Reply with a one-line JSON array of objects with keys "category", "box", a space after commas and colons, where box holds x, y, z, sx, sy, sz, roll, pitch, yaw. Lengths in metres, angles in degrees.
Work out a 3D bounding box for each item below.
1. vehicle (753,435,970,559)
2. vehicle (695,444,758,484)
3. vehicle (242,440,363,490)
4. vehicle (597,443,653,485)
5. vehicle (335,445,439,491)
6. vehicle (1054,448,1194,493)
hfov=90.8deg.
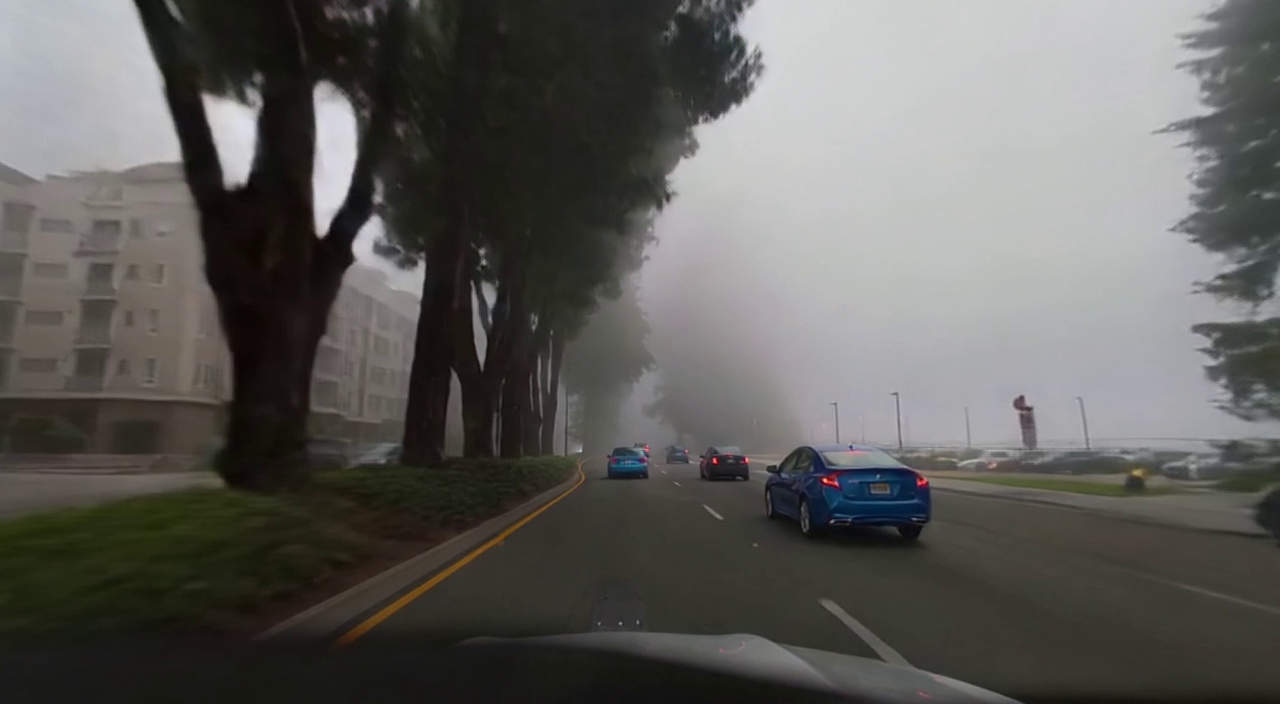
[{"category": "vehicle", "box": [3.053, 2.065, 9.676, 1.852, 1.498, 3.825, 0, -9, -1]}, {"category": "vehicle", "box": [3.403, 4.502, 25.635, 1.908, 1.453, 4.230, 0, -9, -1]}, {"category": "vehicle", "box": [-12.412, 4.177, 23.651, 2.021, 1.676, 4.547, 0, -9, -1]}, {"category": "vehicle", "box": [-0.541, 4.304, 24.549, 1.994, 1.479, 3.647, 0, -9, 0]}, {"category": "vehicle", "box": [-9.038, 4.171, 23.034, 1.943, 1.483, 4.439, 0, -9, 0]}, {"category": "vehicle", "box": [17.502, 4.240, 22.879, 4.113, 1.492, 2.063, 3, -9, -21]}]
